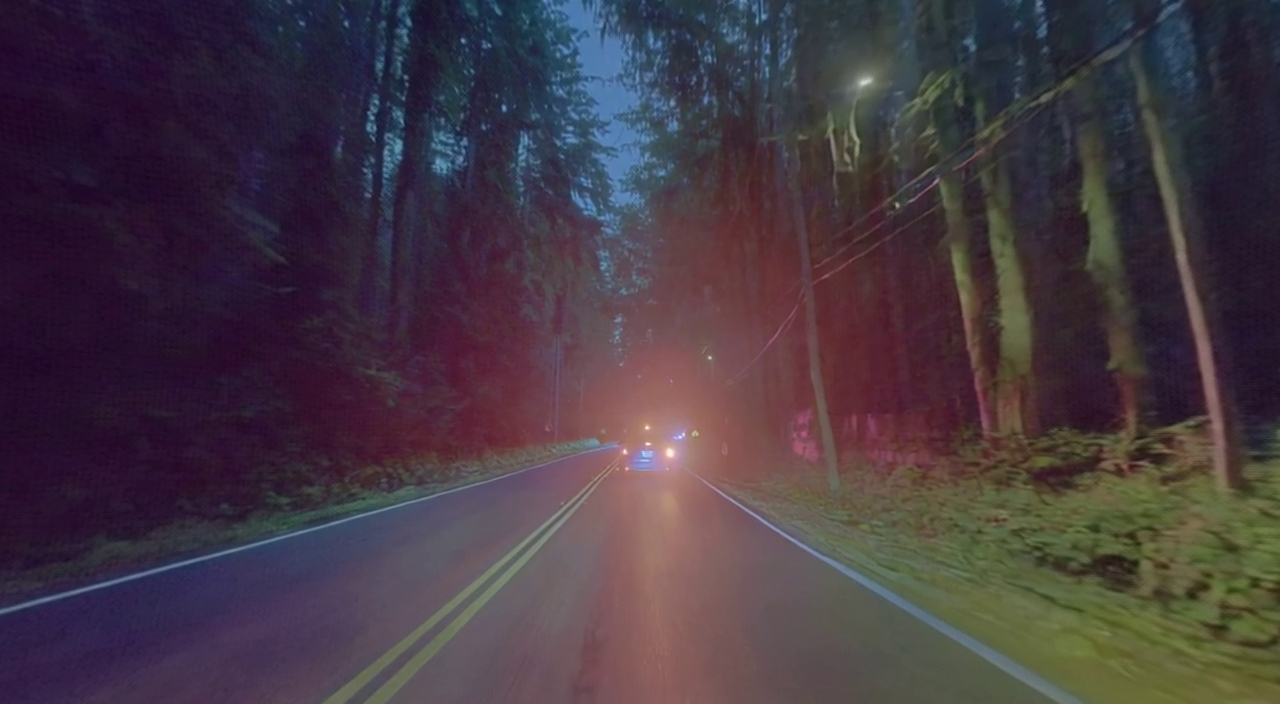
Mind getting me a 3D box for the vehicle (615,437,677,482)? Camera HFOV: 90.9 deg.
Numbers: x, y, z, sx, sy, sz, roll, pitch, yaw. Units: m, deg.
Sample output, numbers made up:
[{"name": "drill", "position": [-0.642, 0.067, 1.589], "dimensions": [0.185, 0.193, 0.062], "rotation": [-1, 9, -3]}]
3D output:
[{"name": "vehicle", "position": [0.182, 3.930, 23.205], "dimensions": [2.081, 1.503, 3.726], "rotation": [0, -8, -1]}]
